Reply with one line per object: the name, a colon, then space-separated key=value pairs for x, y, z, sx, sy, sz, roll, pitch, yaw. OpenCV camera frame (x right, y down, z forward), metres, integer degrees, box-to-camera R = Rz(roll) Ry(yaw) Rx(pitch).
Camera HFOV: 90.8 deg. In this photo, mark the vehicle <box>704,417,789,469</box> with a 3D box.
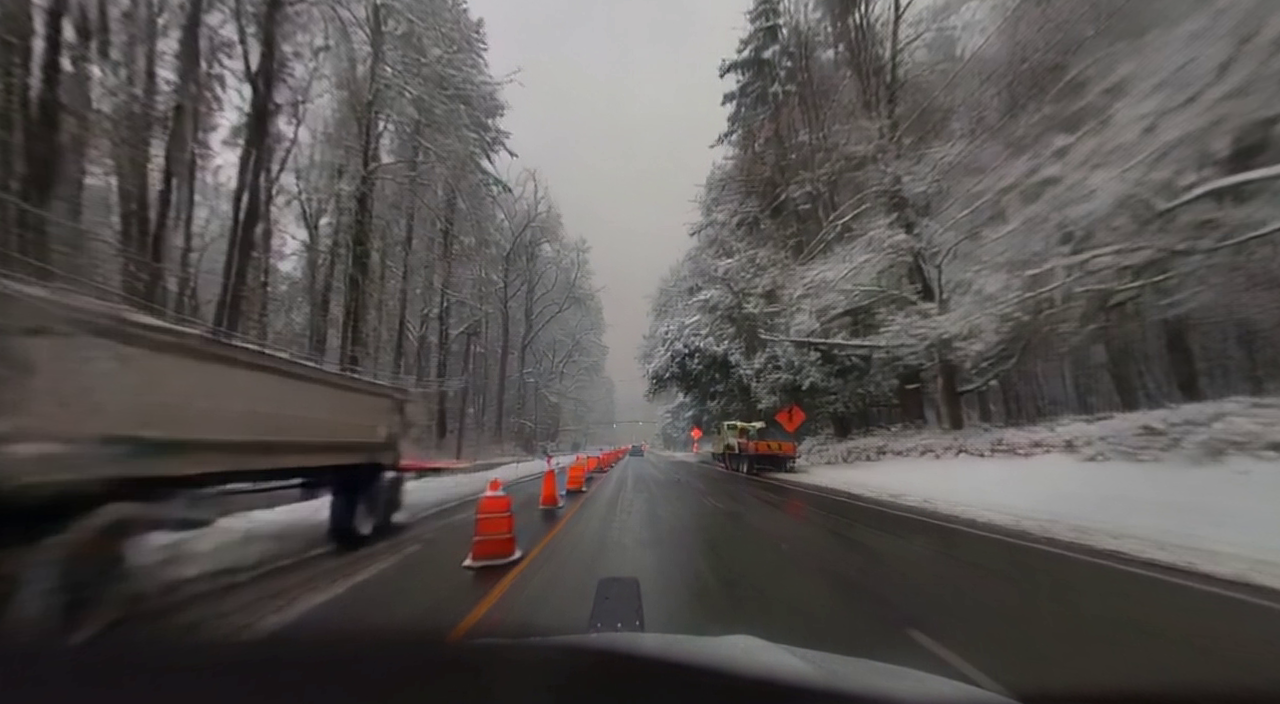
vehicle: x=6.312 y=5.500 z=38.061 sx=2.390 sy=2.899 sz=4.603 roll=6 pitch=-10 yaw=-35
